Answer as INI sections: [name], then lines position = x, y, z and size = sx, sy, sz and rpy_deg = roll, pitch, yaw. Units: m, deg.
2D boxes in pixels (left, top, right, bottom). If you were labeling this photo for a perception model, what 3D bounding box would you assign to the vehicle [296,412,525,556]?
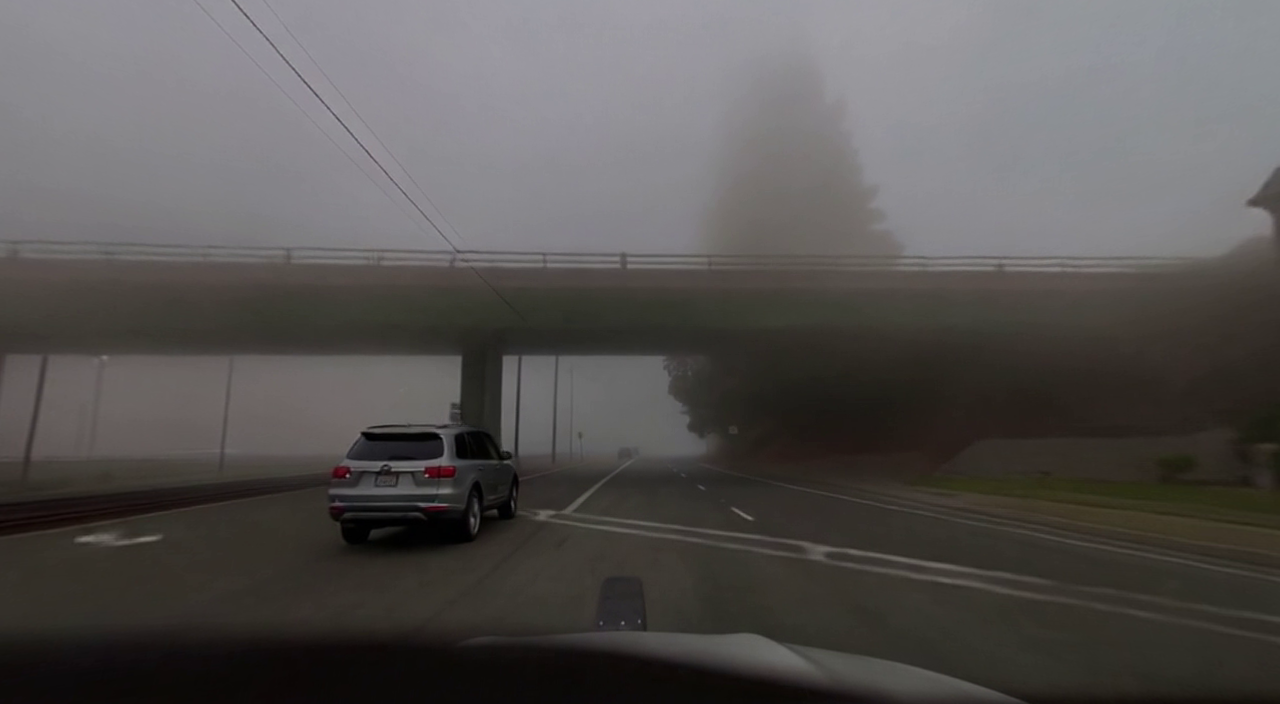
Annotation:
[vehicle]
position = -3.158, 1.902, 9.772
size = 1.882, 1.704, 4.335
rpy_deg = 0, -8, 0
